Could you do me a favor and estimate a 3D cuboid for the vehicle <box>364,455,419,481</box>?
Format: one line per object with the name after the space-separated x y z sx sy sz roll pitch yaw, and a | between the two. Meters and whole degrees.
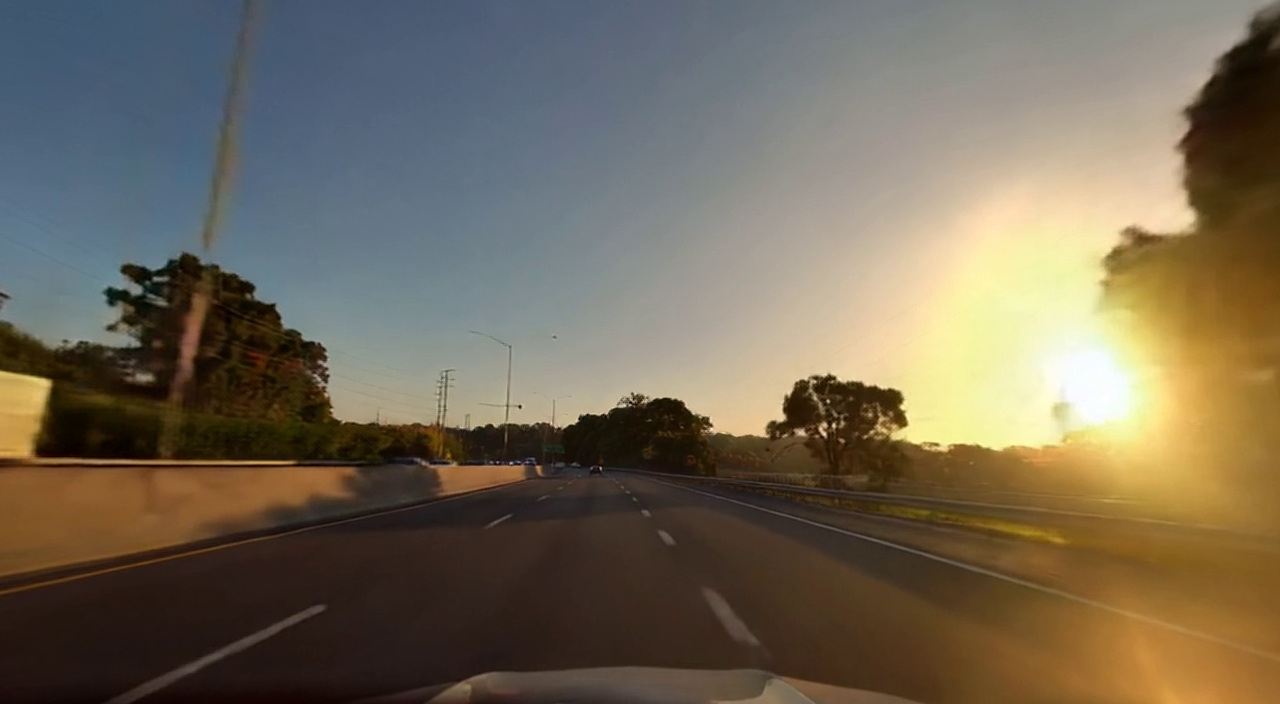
-15.394 7.228 39.330 1.841 1.485 4.529 1 -10 -3 | vehicle
